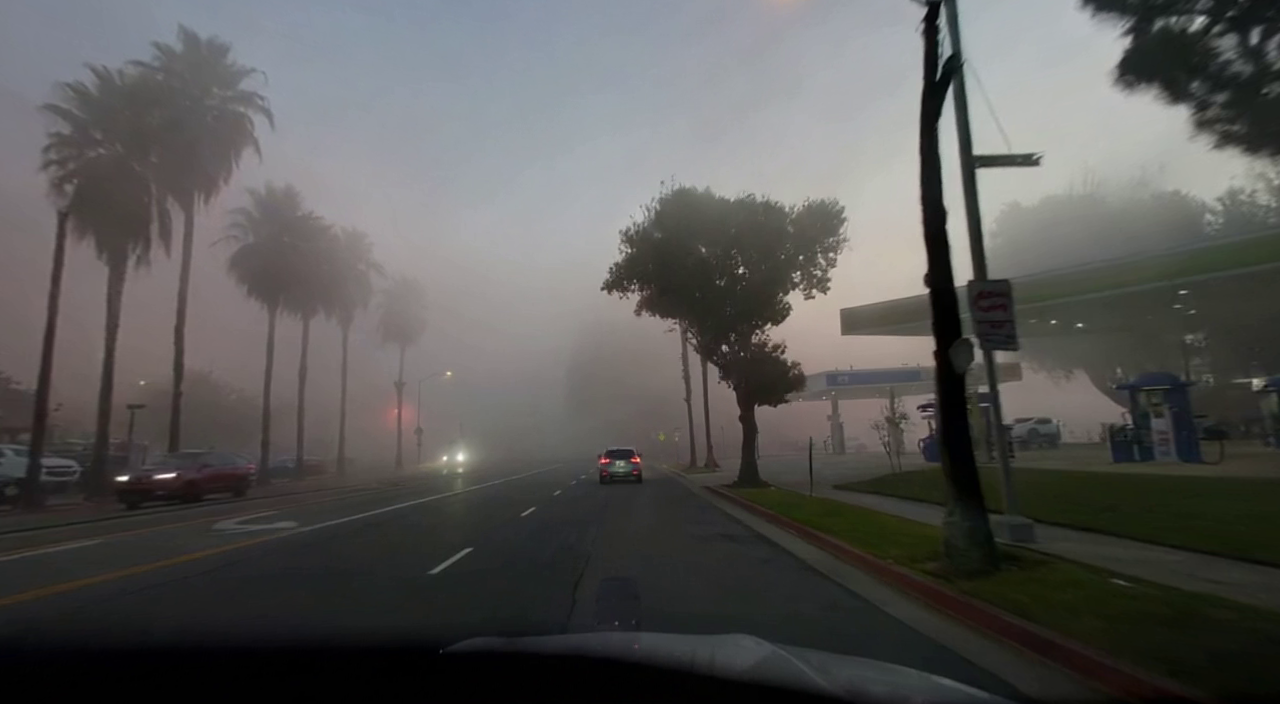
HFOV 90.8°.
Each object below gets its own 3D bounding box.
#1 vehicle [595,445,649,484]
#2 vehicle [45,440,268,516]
[{"bbox_3d":[-0.740,4.643,26.520,2.076,1.486,4.119,0,-8,-1],"label":"vehicle"},{"bbox_3d":[-14.279,3.705,19.342,2.287,1.929,5.742,0,-8,-1],"label":"vehicle"}]
